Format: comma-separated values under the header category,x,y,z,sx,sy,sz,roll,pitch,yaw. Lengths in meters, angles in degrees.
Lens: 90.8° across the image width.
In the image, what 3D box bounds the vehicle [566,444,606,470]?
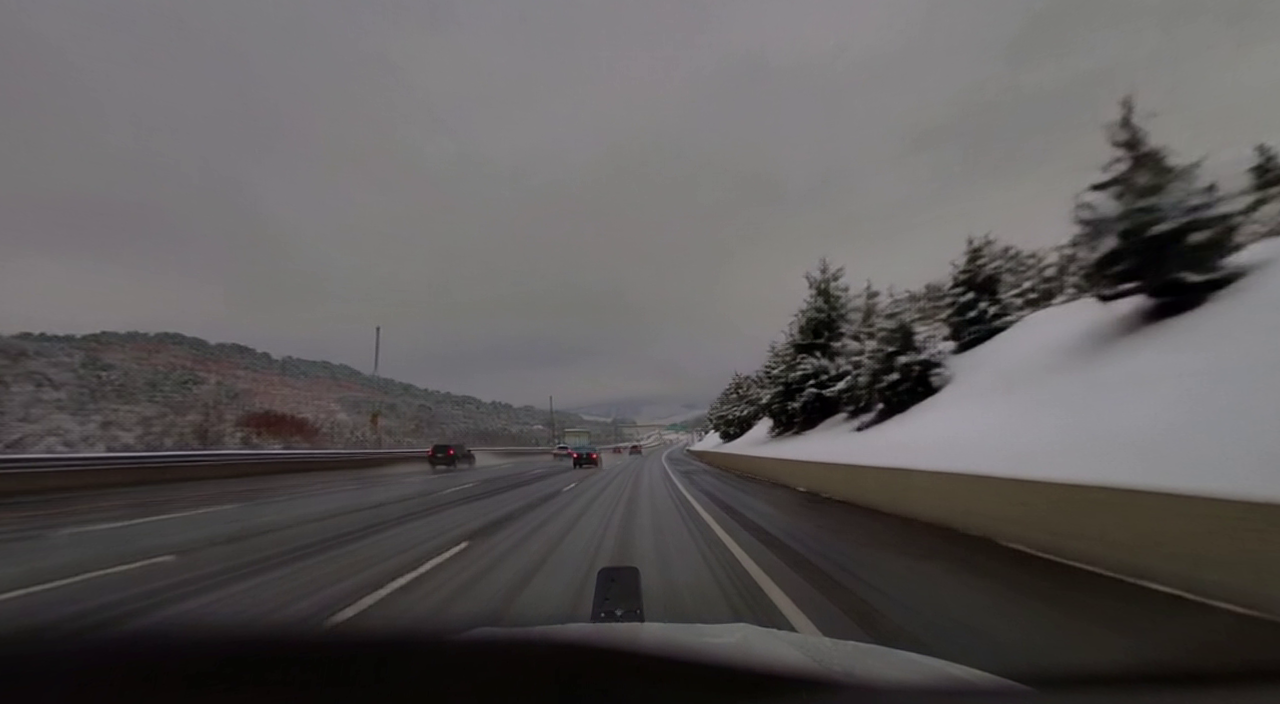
category,x,y,z,sx,sy,sz,roll,pitch,yaw
vehicle,-3.231,6.394,38.562,1.931,1.492,4.076,-1,-8,2

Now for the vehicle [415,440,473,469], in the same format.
category,x,y,z,sx,sy,sz,roll,pitch,yaw
vehicle,-12.671,6.631,41.223,2.076,1.766,4.831,0,-8,2
